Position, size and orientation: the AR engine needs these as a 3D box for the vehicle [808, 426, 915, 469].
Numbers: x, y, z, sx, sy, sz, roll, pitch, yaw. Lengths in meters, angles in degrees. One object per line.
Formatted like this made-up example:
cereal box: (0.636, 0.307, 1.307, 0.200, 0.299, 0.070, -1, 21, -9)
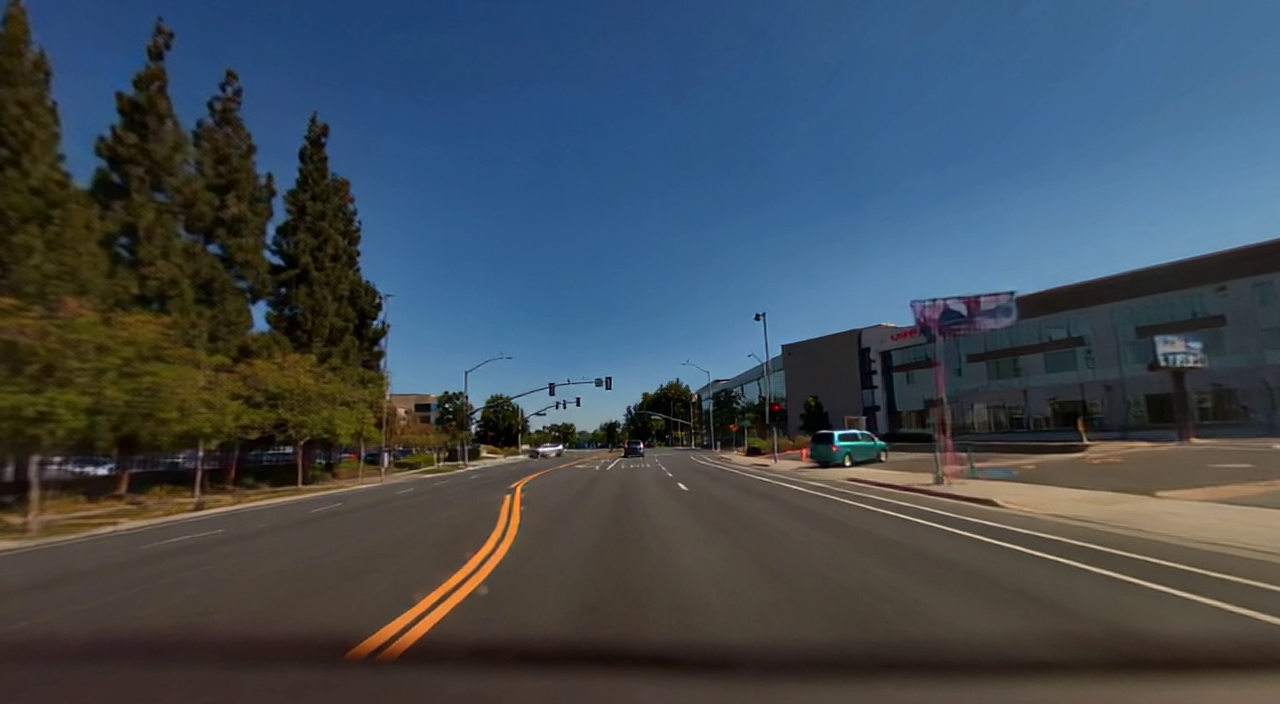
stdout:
vehicle: (10.260, 4.381, 29.089, 4.635, 1.821, 2.087, 5, -10, -31)
